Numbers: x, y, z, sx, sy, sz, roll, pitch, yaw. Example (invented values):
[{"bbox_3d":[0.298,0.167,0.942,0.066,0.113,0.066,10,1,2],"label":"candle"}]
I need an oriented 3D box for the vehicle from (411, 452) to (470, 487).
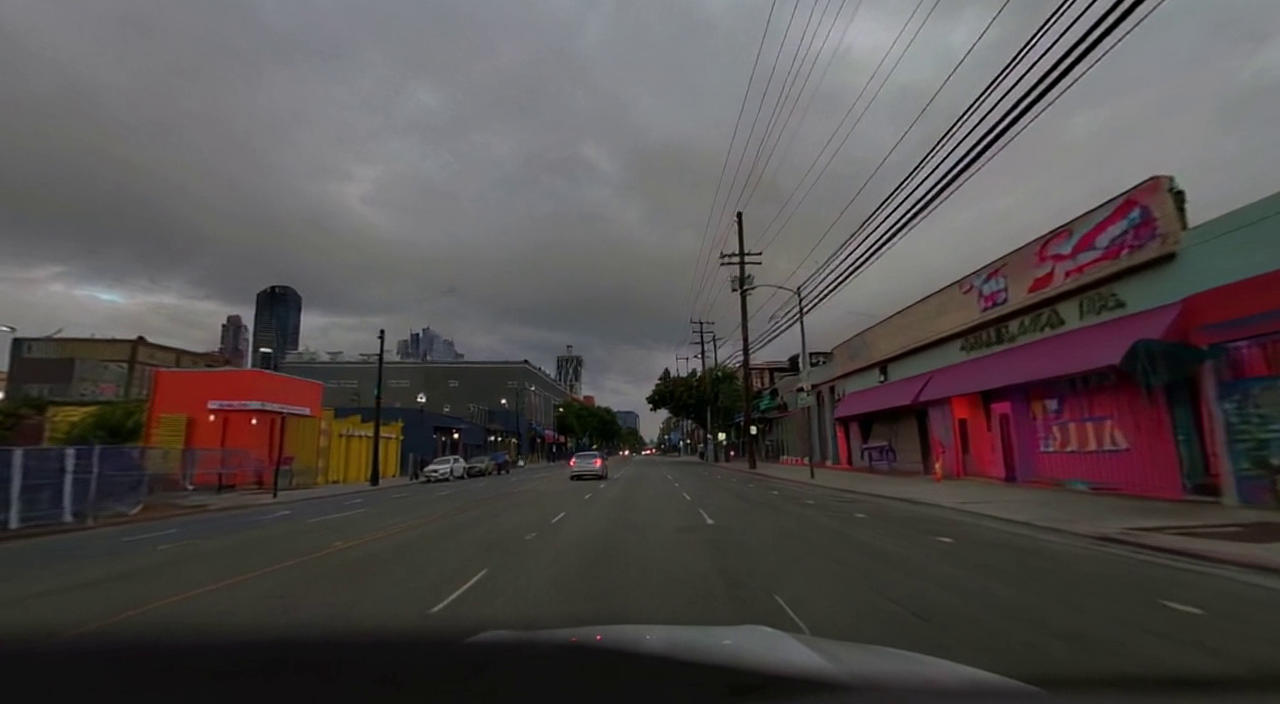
[{"bbox_3d":[-11.799,6.955,37.662,2.052,1.898,4.253,-1,-9,1],"label":"vehicle"}]

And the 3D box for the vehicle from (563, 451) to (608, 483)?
[{"bbox_3d":[-2.906,6.227,34.484,2.036,1.589,4.549,-1,-9,1],"label":"vehicle"}]
